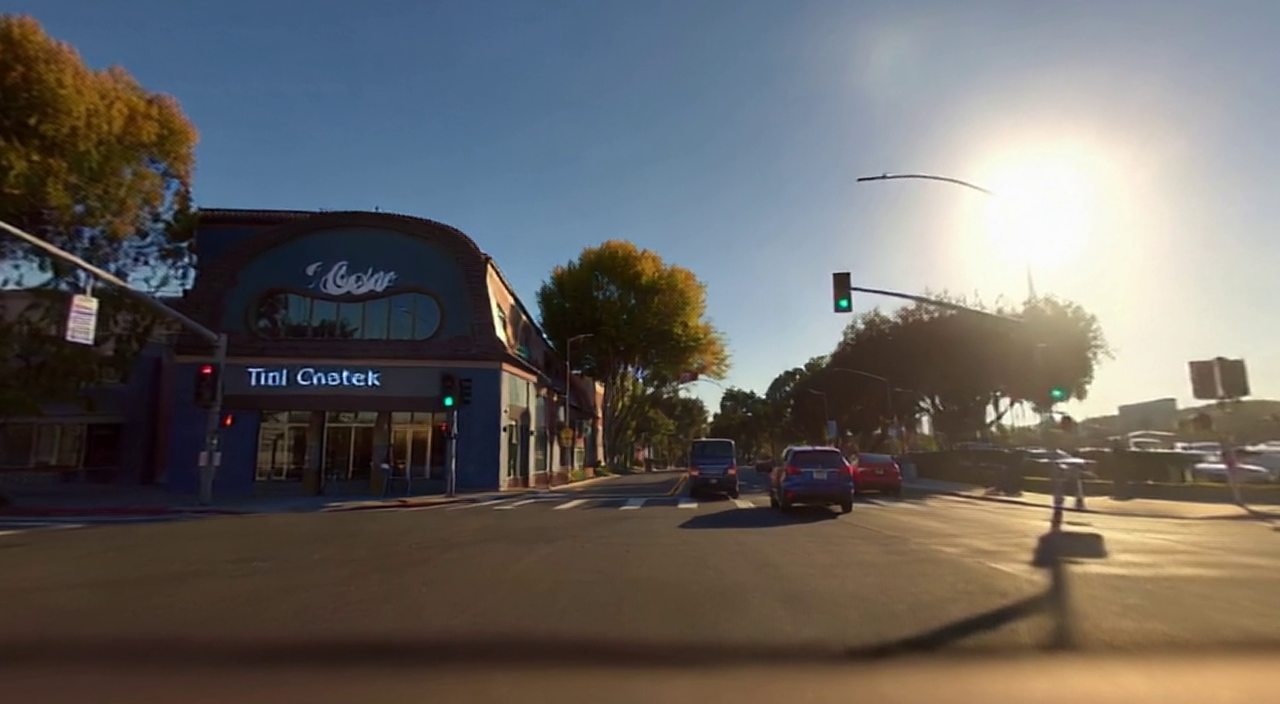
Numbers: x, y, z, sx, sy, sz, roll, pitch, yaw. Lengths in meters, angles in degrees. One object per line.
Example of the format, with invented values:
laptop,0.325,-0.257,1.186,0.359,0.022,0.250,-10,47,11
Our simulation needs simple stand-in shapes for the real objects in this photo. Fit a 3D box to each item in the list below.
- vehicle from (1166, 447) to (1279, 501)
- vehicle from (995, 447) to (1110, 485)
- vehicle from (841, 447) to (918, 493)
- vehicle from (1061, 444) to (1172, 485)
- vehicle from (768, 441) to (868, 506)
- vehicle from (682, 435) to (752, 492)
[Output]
vehicle,18.772,3.863,20.363,1.875,1.543,3.853,-5,-10,28
vehicle,18.890,5.187,29.101,1.924,1.579,4.084,2,-9,-17
vehicle,9.617,4.742,25.661,1.792,1.682,4.089,-1,-9,5
vehicle,21.539,5.071,28.670,1.748,1.695,3.640,2,-9,-13
vehicle,5.290,3.640,19.448,2.048,1.725,4.754,-1,-9,4
vehicle,2.850,4.268,24.554,2.390,1.948,5.344,-1,-9,4
